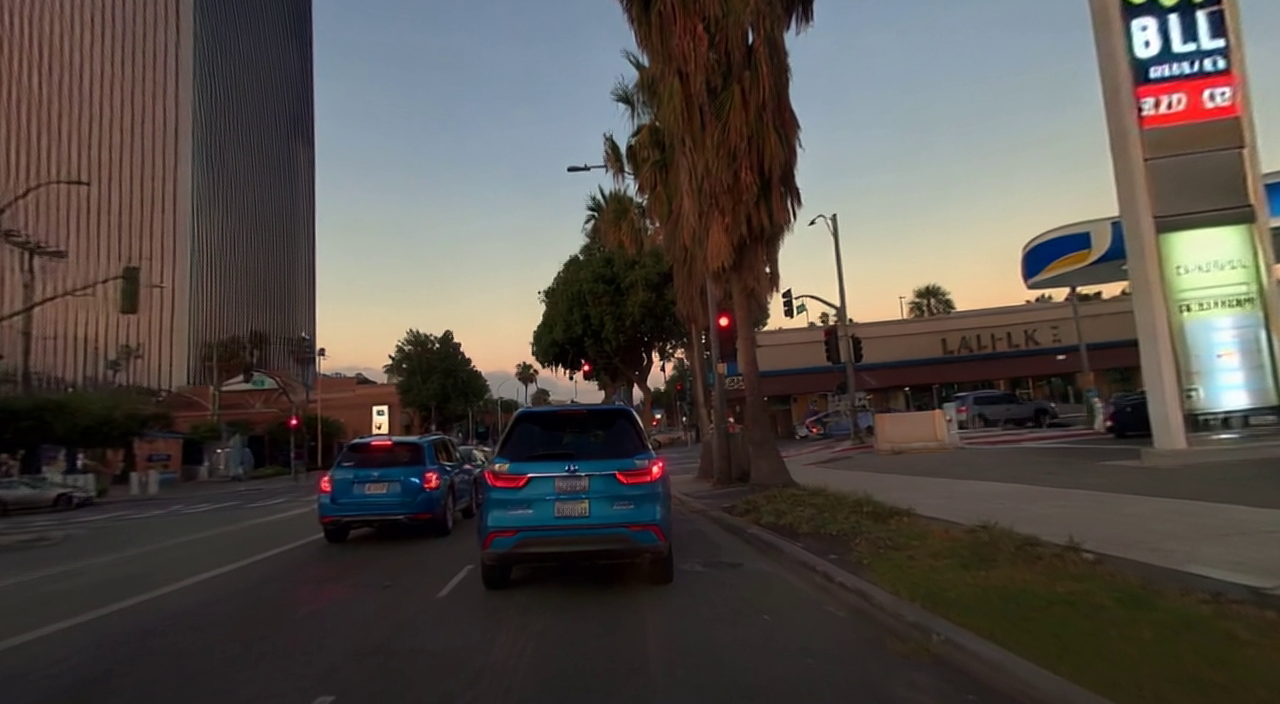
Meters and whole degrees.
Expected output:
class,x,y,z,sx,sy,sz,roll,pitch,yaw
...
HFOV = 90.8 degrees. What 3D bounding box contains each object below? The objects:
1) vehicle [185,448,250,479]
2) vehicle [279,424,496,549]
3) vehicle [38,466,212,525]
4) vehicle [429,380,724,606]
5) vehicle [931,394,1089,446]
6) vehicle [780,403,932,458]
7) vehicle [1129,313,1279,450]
class,x,y,z,sx,sy,sz,roll,pitch,yaw
vehicle,-28.805,7.597,43.245,1.783,1.997,4.000,0,-8,-3
vehicle,-4.057,2.226,11.288,2.097,1.692,5.030,0,-8,-4
vehicle,-17.408,4.777,21.422,4.660,1.708,2.331,-3,-9,19
vehicle,-0.704,1.558,7.938,2.519,1.913,4.819,0,-8,-4
vehicle,14.980,2.807,25.813,5.033,1.999,2.259,0,-8,-3
vehicle,8.607,3.174,25.493,5.307,2.076,2.122,1,-8,-6
vehicle,10.288,0.542,9.369,4.420,1.766,2.104,1,-9,-6
